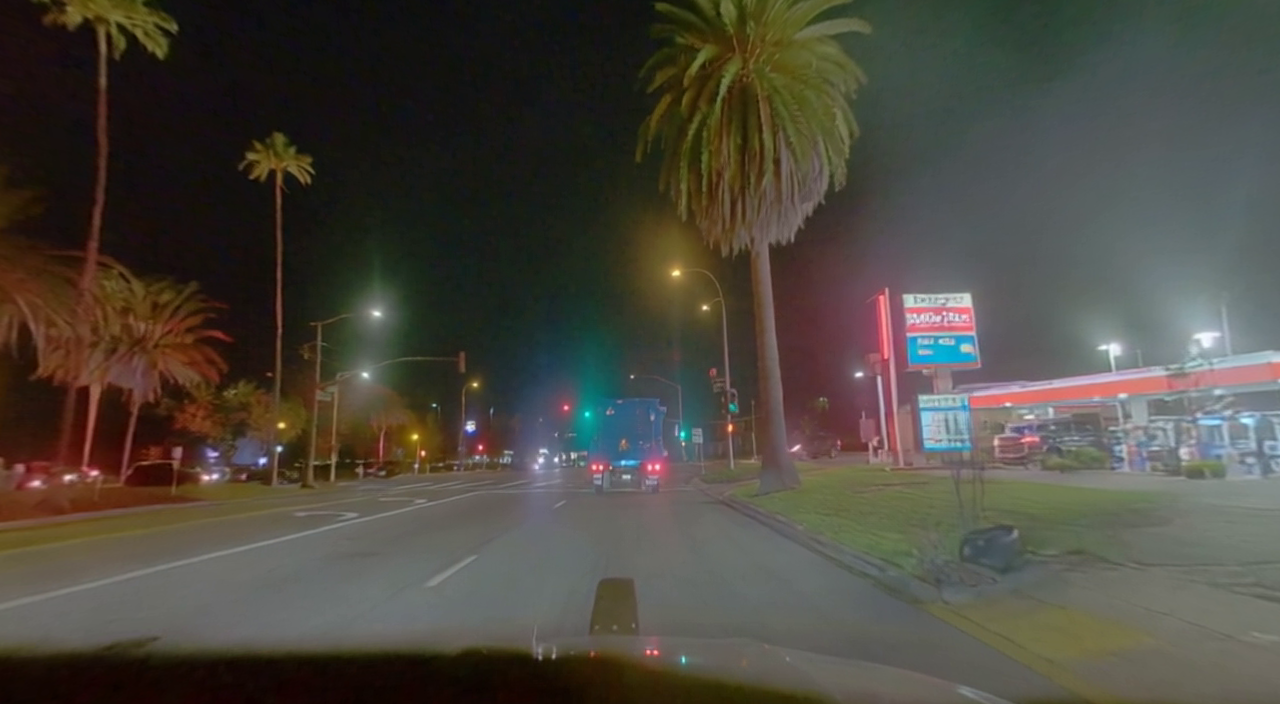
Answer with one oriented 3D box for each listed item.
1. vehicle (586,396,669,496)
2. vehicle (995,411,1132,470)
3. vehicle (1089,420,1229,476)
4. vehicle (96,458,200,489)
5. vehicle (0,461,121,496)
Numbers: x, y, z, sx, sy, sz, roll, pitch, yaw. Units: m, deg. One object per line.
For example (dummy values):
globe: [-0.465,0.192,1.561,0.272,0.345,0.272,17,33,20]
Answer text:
vehicle: [-0.288,3.242,21.942,2.463,2.954,5.938,0,-8,1]
vehicle: [15.837,3.308,23.559,5.078,1.937,2.326,5,-10,-34]
vehicle: [15.190,2.786,18.446,4.105,1.433,1.931,6,-10,-34]
vehicle: [-28.016,6.922,36.169,4.303,1.567,2.021,5,-10,-29]
vehicle: [-27.933,5.985,30.097,4.493,1.453,1.912,4,-9,-27]
